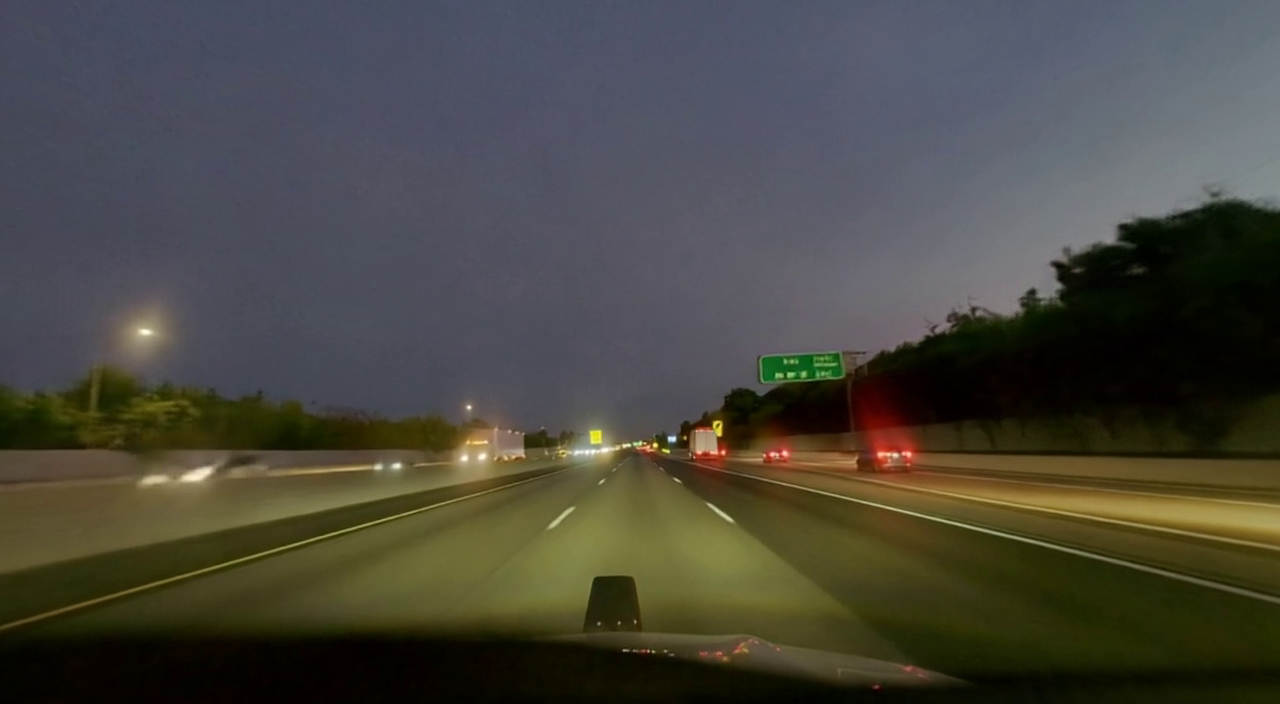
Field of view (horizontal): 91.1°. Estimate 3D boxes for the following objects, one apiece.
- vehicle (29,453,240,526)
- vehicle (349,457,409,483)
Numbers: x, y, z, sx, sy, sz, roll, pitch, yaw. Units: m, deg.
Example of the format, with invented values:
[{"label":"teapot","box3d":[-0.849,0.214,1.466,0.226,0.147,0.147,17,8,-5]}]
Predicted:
[{"label":"vehicle","box3d":[-12.694,3.431,16.197,2.223,1.585,3.787,0,-9,0]},{"label":"vehicle","box3d":[-16.562,7.460,40.065,1.943,1.483,4.507,0,-9,-1]}]
